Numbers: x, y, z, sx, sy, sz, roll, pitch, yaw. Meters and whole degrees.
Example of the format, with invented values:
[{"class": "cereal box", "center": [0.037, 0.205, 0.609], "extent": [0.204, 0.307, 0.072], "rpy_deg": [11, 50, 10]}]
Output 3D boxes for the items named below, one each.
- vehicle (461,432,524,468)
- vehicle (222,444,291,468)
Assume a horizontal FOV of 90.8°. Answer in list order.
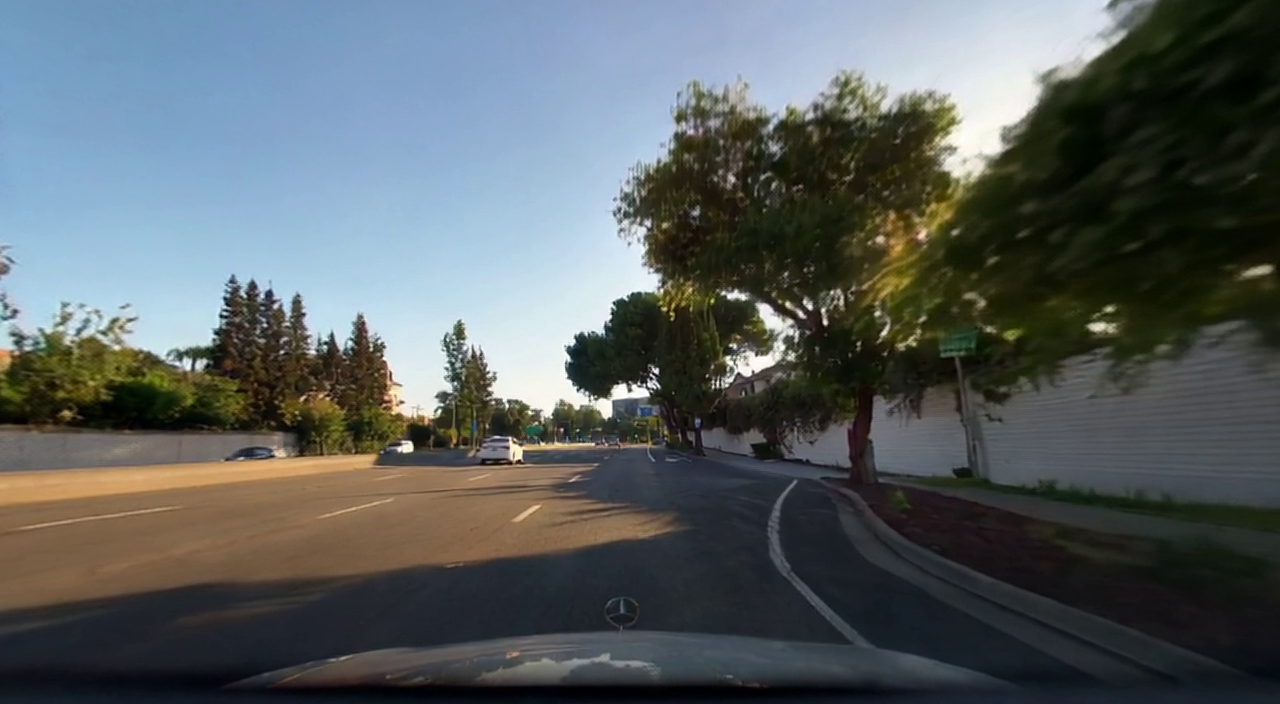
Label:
[{"class": "vehicle", "center": [-7.638, 5.132, 33.176], "extent": [2.115, 1.711, 4.722], "rpy_deg": [0, -9, 1]}, {"class": "vehicle", "center": [-26.127, 7.073, 43.236], "extent": [1.919, 1.514, 4.811], "rpy_deg": [1, -9, -3]}]
